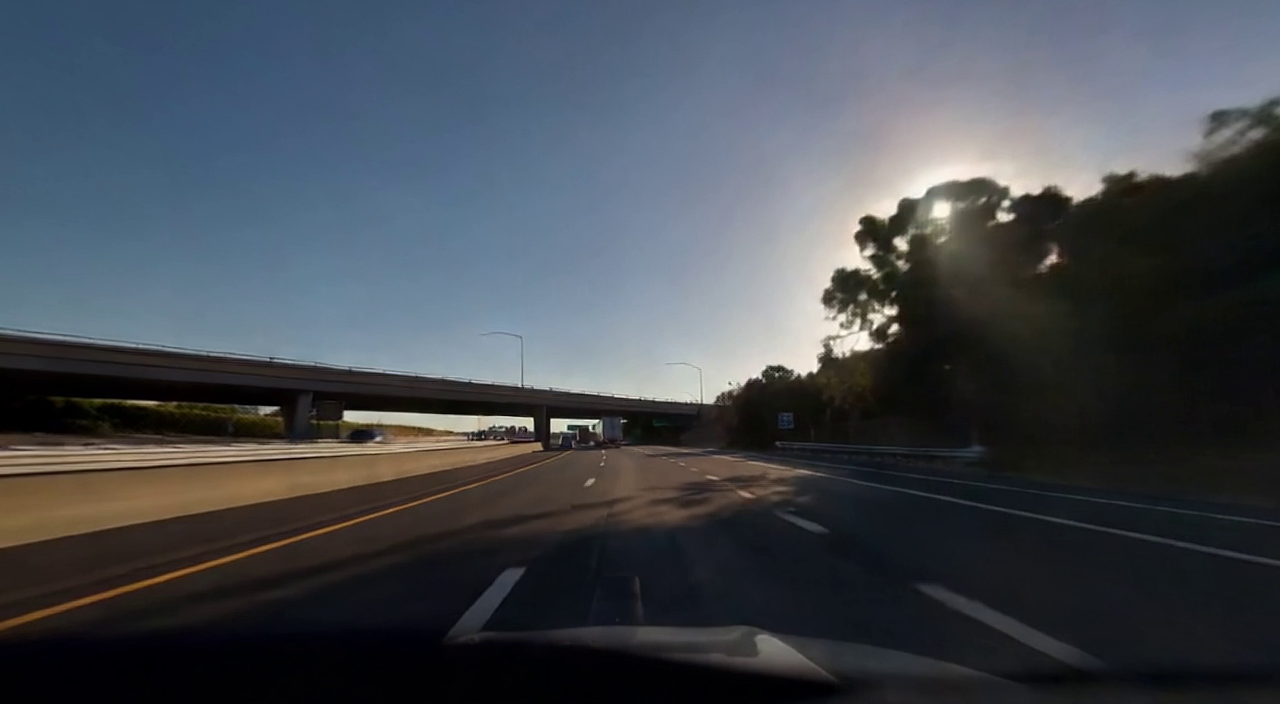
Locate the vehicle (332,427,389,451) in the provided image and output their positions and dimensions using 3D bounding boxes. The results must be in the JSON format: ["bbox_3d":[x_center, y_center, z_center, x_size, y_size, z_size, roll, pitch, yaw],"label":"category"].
[{"bbox_3d":[-19.593,6.135,44.356,1.948,1.569,4.674,0,-8,-2],"label":"vehicle"}]
